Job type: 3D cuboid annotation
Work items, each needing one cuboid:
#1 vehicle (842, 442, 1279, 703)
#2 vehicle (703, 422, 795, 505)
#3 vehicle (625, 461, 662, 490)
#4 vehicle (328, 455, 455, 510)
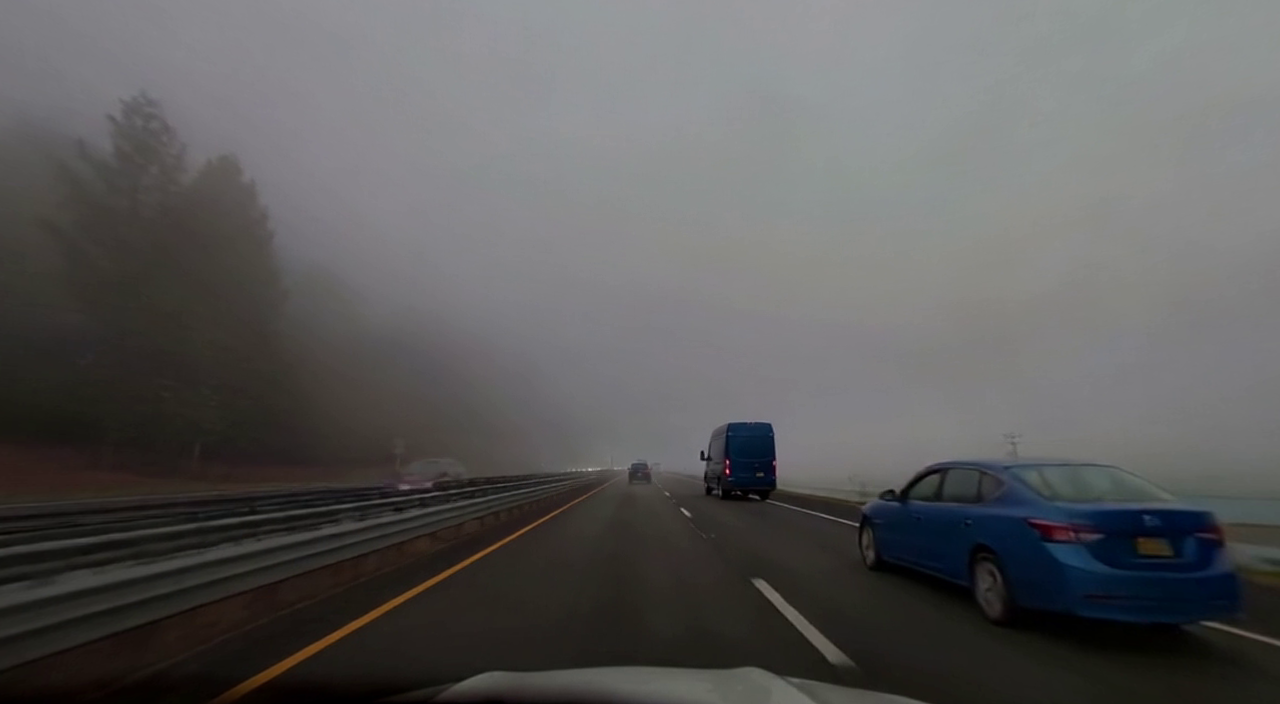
[{"bbox_3d":[3.887,1.772,6.225,2.073,1.532,4.969,1,-10,-1],"label":"vehicle"},{"bbox_3d":[4.384,4.746,26.778,2.563,2.975,6.941,1,-10,-1],"label":"vehicle"},{"bbox_3d":[0.232,7.815,39.955,2.212,1.717,4.452,1,-10,1],"label":"vehicle"},{"bbox_3d":[-8.336,4.447,21.791,2.327,1.627,4.835,0,-10,1],"label":"vehicle"}]
